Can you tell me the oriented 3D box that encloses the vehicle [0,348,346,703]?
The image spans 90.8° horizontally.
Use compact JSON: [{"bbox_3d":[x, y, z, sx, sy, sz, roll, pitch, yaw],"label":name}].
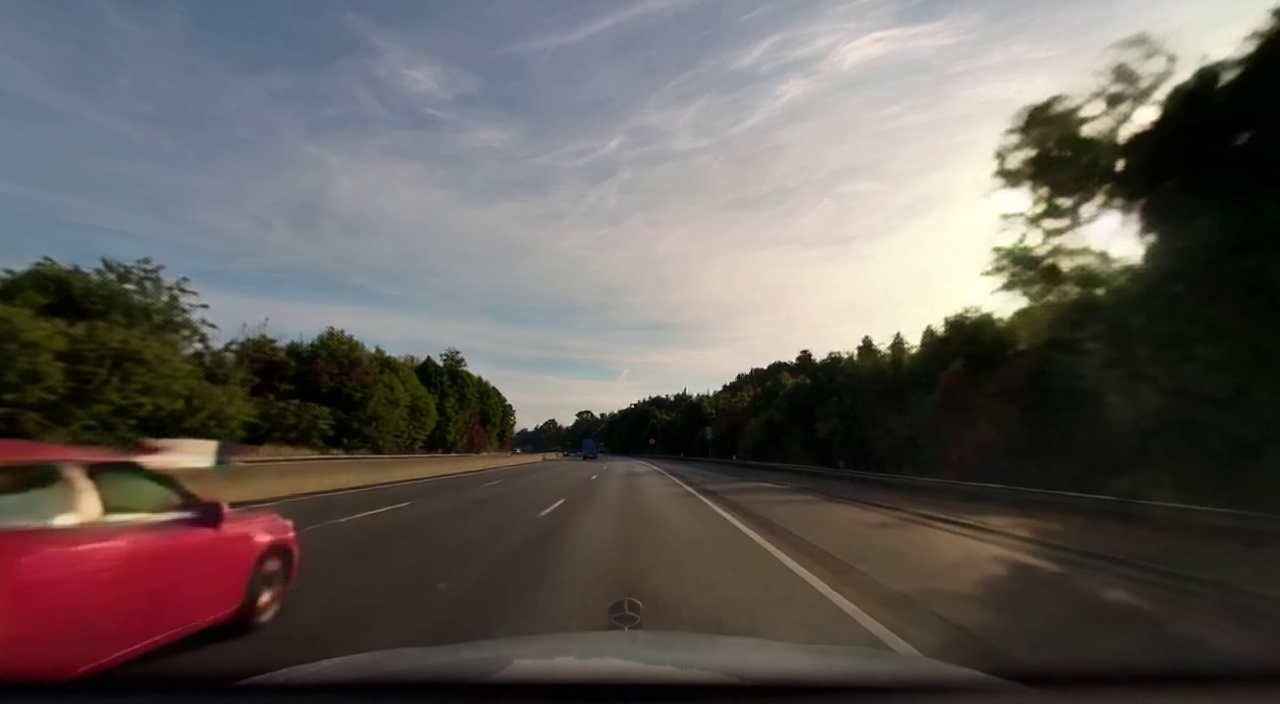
[{"bbox_3d":[-3.483,0.880,2.563,2.279,1.683,4.726,0,-9,0],"label":"vehicle"}]
